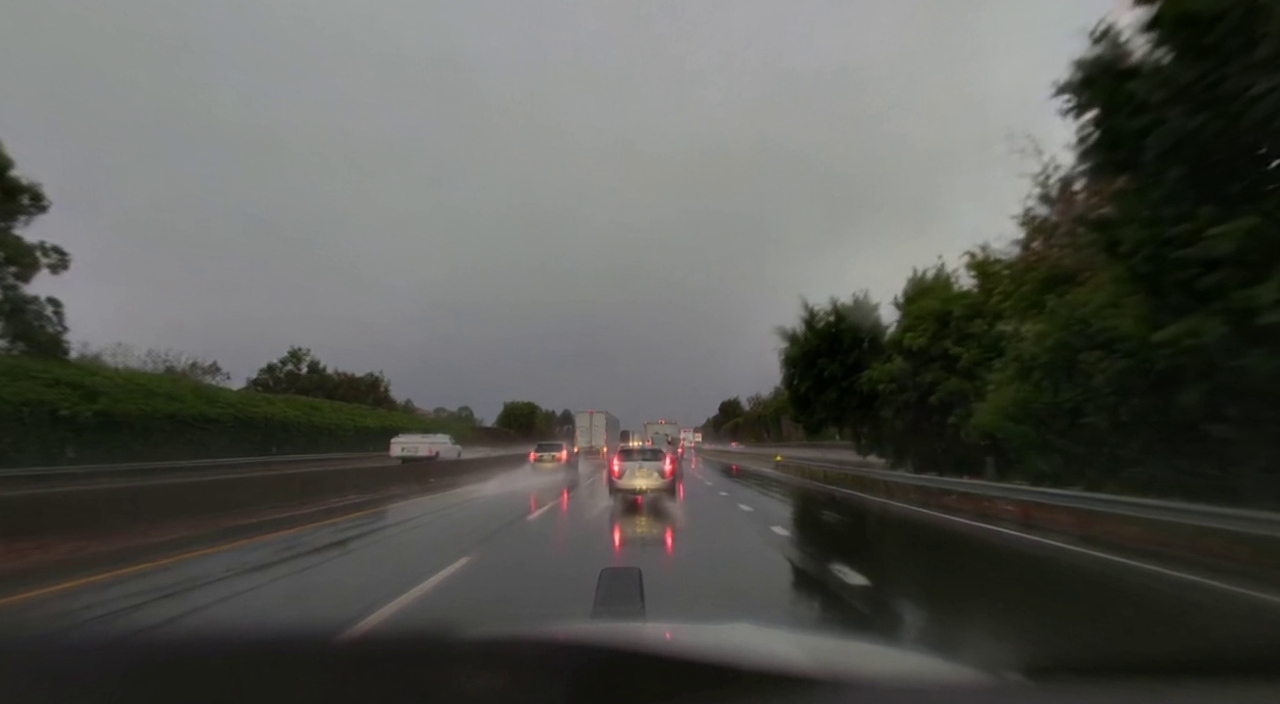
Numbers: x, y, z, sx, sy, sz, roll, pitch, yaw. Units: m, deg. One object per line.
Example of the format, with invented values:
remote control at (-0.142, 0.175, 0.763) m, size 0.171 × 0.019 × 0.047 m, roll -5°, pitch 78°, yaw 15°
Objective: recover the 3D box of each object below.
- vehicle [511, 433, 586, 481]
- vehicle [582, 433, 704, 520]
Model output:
vehicle at (-3.483, 4.130, 24.947) m, size 2.177 × 1.699 × 4.431 m, roll 0°, pitch -9°, yaw 2°
vehicle at (0.033, 2.431, 12.694) m, size 2.057 × 1.449 × 3.931 m, roll 0°, pitch -9°, yaw -1°
